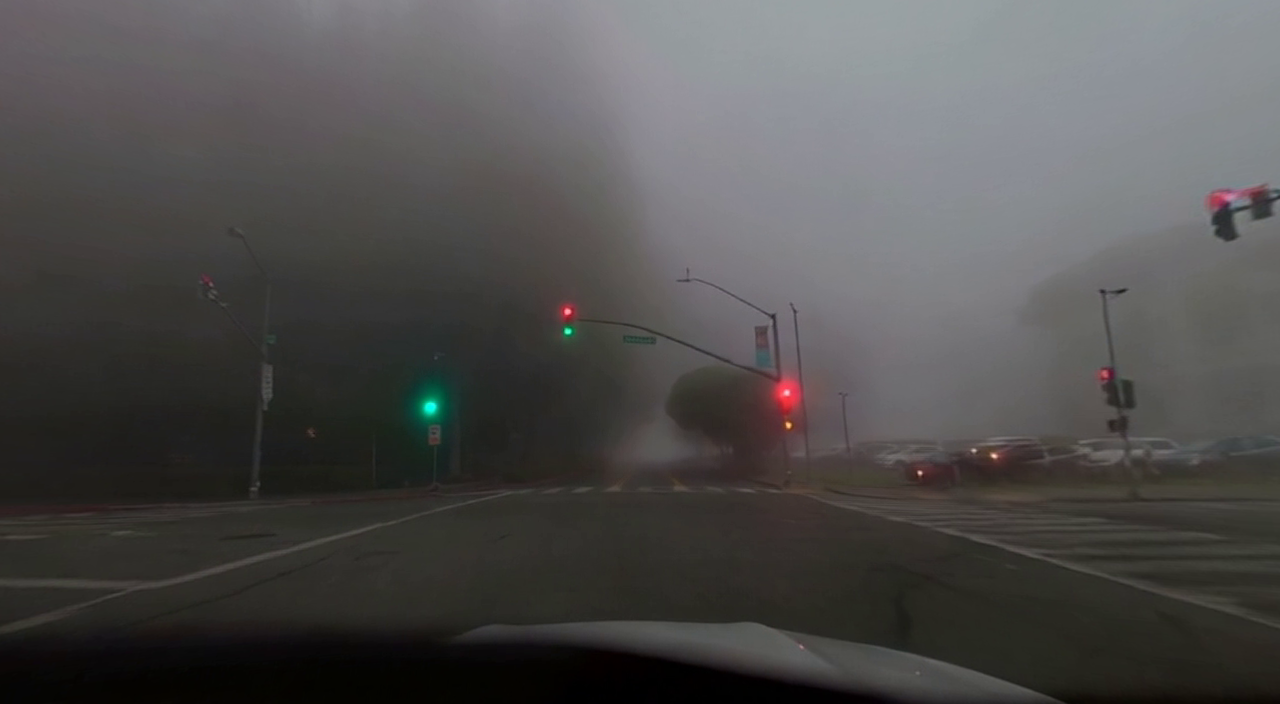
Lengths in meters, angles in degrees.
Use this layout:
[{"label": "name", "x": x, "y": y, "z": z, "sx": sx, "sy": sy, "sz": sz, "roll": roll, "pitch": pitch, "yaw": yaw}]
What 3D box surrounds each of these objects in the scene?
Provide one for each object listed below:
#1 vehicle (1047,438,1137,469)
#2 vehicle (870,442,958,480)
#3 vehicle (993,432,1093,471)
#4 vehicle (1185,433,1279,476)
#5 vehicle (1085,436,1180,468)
[{"label": "vehicle", "x": 22.702, "y": 5.095, "z": 31.640, "sx": 1.923, "sy": 1.463, "sz": 3.758, "roll": -1, "pitch": -8, "yaw": 5}, {"label": "vehicle", "x": 11.917, "y": 4.660, "z": 27.159, "sx": 4.295, "sy": 1.508, "sz": 1.955, "roll": 8, "pitch": -12, "yaw": -44}, {"label": "vehicle", "x": 17.654, "y": 4.315, "z": 27.368, "sx": 4.522, "sy": 1.546, "sz": 1.941, "roll": 5, "pitch": -10, "yaw": -34}, {"label": "vehicle", "x": 21.550, "y": 3.561, "z": 21.946, "sx": 1.851, "sy": 1.388, "sz": 3.475, "roll": -1, "pitch": -9, "yaw": 3}, {"label": "vehicle", "x": 25.179, "y": 5.095, "z": 32.208, "sx": 1.900, "sy": 1.493, "sz": 3.910, "roll": -1, "pitch": -8, "yaw": 5}]
